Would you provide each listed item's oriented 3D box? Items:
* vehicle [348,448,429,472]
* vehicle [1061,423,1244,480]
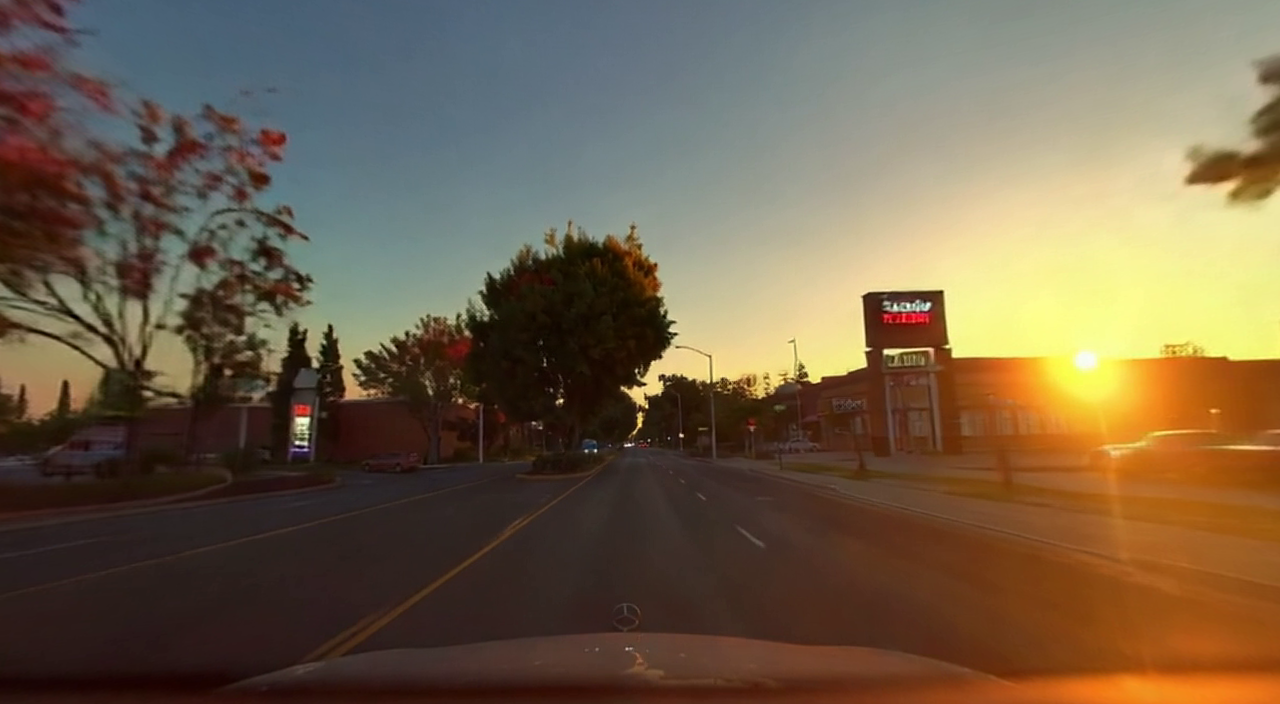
[{"bbox_3d":[-17.192,7.380,43.398,4.658,1.544,2.056,0,-8,2],"label":"vehicle"},{"bbox_3d":[16.059,3.125,19.965,4.035,1.704,1.950,0,-8,-1],"label":"vehicle"}]
